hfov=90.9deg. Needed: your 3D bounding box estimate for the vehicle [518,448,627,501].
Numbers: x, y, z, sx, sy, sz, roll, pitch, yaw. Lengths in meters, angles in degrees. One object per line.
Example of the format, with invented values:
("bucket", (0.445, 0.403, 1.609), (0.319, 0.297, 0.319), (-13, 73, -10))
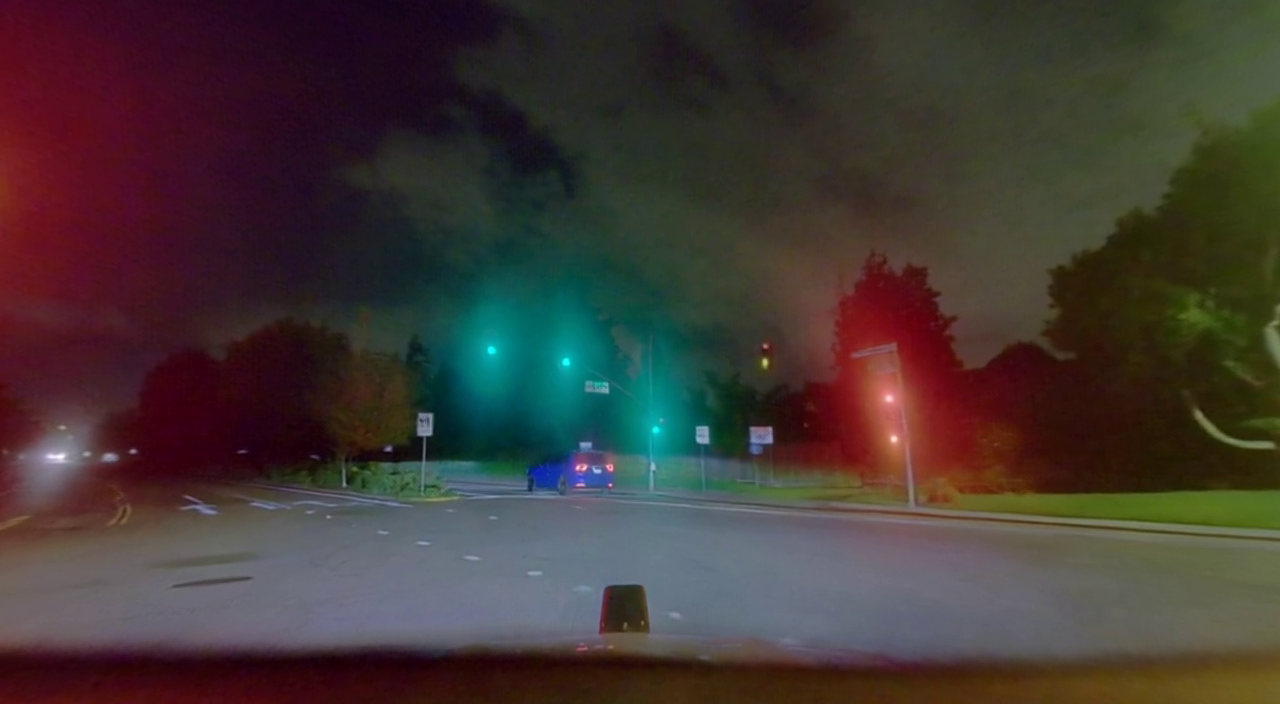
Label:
("vehicle", (-2.747, 4.685, 24.659), (2.284, 1.788, 4.871), (5, -10, -32))
